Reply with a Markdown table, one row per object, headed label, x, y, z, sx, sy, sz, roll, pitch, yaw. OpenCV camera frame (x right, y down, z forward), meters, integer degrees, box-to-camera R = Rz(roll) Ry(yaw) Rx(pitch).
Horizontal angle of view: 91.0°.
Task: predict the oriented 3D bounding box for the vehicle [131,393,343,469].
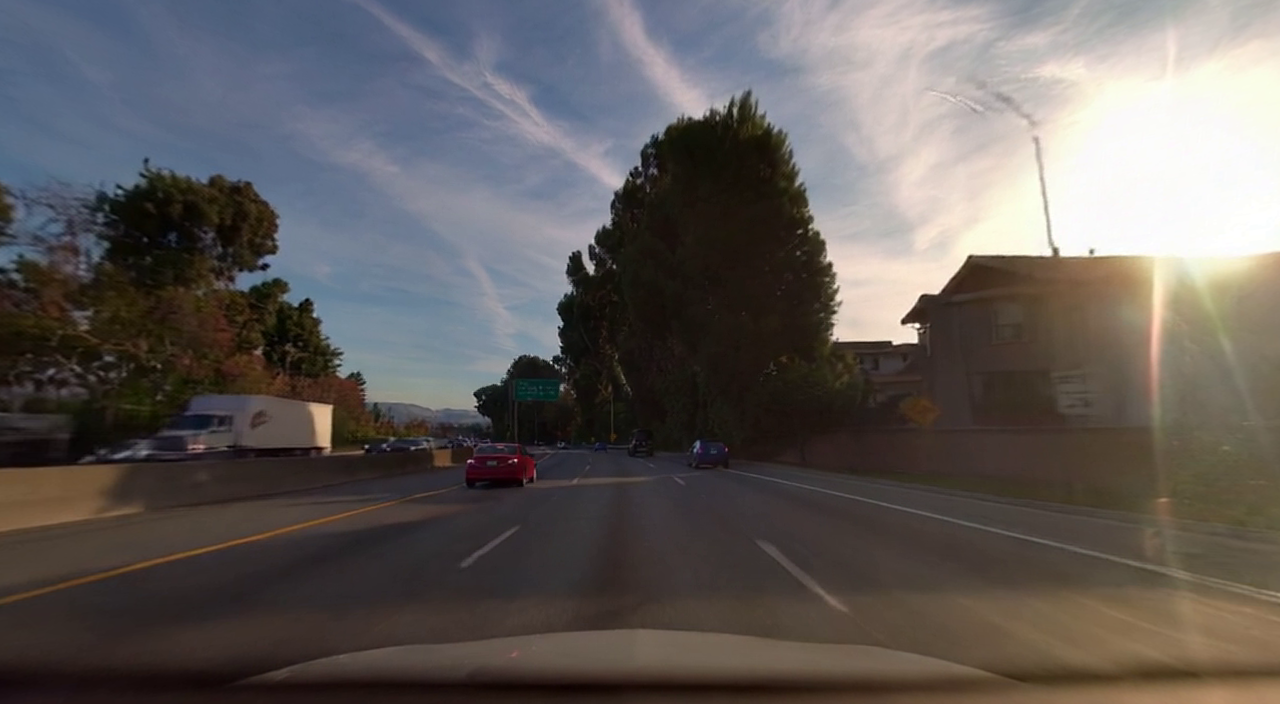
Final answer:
| label | x | y | z | sx | sy | sz | roll | pitch | yaw |
| --- | --- | --- | --- | --- | --- | --- | --- | --- | --- |
| vehicle | -21.047 | 4.487 | 34.606 | 3.877 | 3.400 | 12.662 | 1 | -9 | -3 |

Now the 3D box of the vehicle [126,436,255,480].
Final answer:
| label | x | y | z | sx | sy | sz | roll | pitch | yaw |
| --- | --- | --- | --- | --- | --- | --- | --- | --- | --- |
| vehicle | -16.092 | 3.819 | 22.827 | 1.640 | 1.407 | 4.050 | 0 | -9 | 0 |

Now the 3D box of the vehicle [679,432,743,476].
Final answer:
| label | x | y | z | sx | sy | sz | roll | pitch | yaw |
| --- | --- | --- | --- | --- | --- | --- | --- | --- | --- |
| vehicle | 2.896 | 4.285 | 26.679 | 2.092 | 1.686 | 4.188 | 0 | -9 | -2 |

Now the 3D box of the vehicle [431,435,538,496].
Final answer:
| label | x | y | z | sx | sy | sz | roll | pitch | yaw |
| --- | --- | --- | --- | --- | --- | --- | --- | --- | --- |
| vehicle | -4.316 | 3.228 | 18.245 | 2.036 | 1.528 | 4.400 | 0 | -9 | -1 |

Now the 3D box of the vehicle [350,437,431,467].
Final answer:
| label | x | y | z | sx | sy | sz | roll | pitch | yaw |
| --- | --- | --- | --- | --- | --- | --- | --- | --- | --- |
| vehicle | -12.833 | 5.192 | 32.762 | 2.295 | 1.425 | 4.766 | 0 | -9 | 0 |
